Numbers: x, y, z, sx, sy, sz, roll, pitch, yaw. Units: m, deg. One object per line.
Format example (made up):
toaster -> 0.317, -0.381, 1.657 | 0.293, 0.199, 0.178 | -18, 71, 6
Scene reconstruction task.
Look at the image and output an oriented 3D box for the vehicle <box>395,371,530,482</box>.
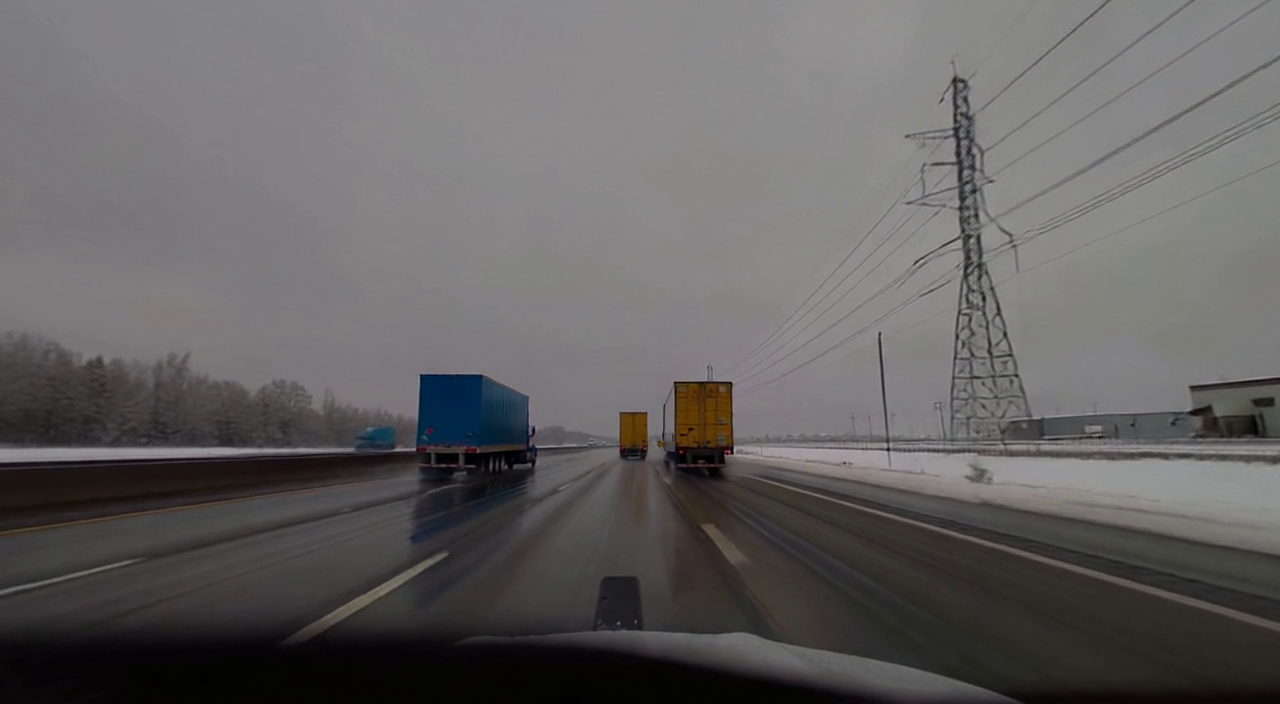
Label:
vehicle -> -7.389, 3.509, 28.497 | 2.937, 3.981, 11.119 | 0, -8, -1
